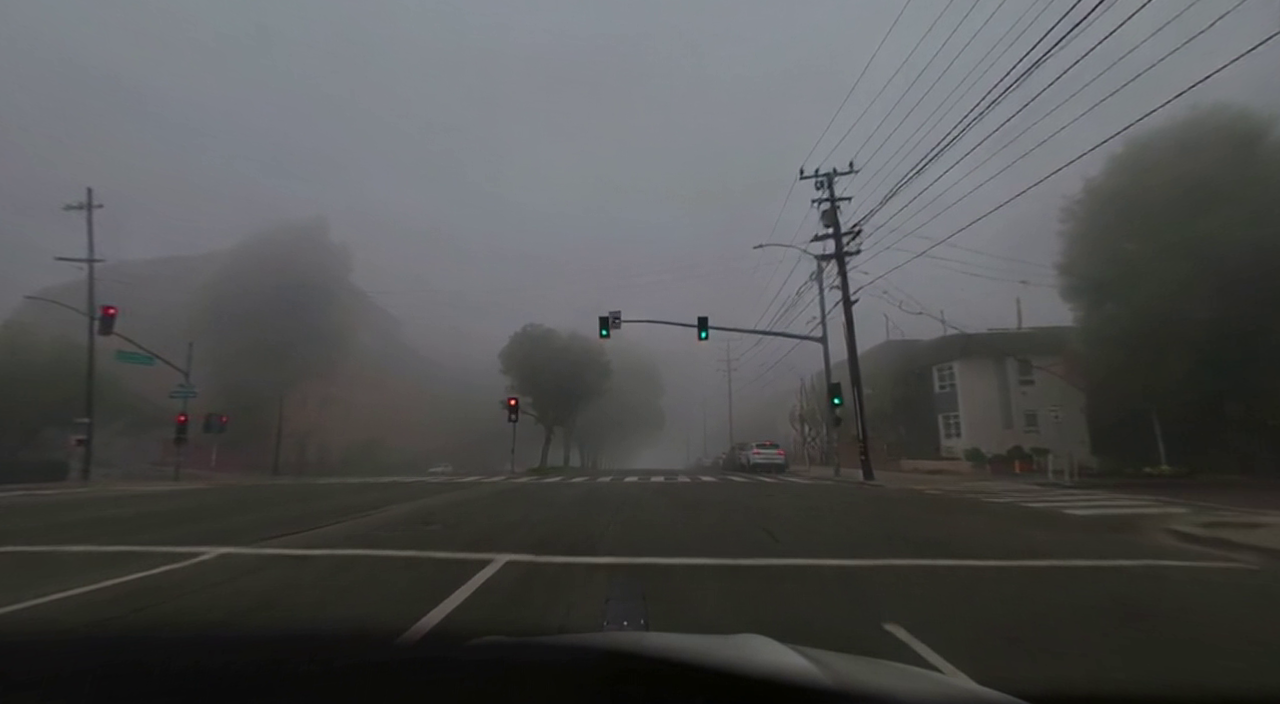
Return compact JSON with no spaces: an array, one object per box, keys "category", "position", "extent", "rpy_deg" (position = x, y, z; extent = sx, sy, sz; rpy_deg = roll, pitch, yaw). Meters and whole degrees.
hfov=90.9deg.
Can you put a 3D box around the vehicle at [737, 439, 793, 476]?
[{"category":"vehicle","position":[7.000,5.956,35.886],"extent":[2.148,1.904,4.910],"rpy_deg":[0,-8,-1]}]
